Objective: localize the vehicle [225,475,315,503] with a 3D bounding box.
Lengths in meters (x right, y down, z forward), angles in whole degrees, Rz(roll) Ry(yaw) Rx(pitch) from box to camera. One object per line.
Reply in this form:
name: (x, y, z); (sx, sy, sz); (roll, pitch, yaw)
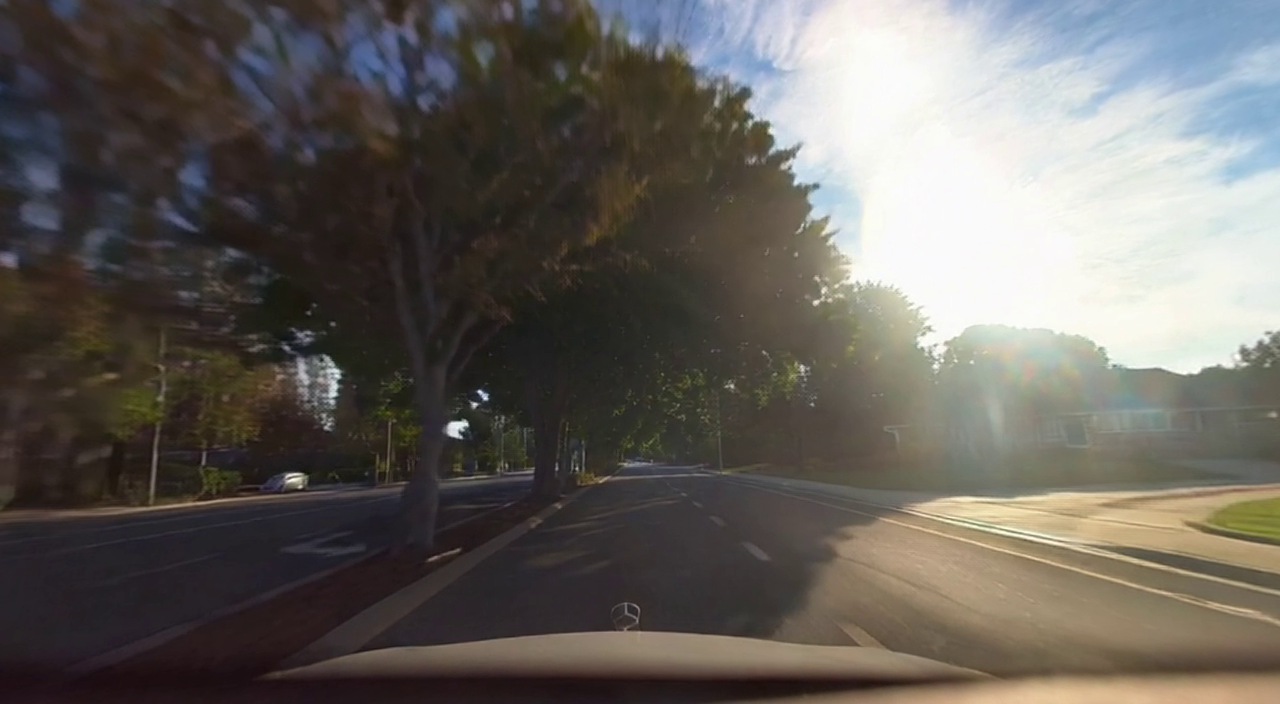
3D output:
vehicle: (-26.390, 9.782, 45.168); (5.040, 1.748, 2.186); (-1, -9, -1)
